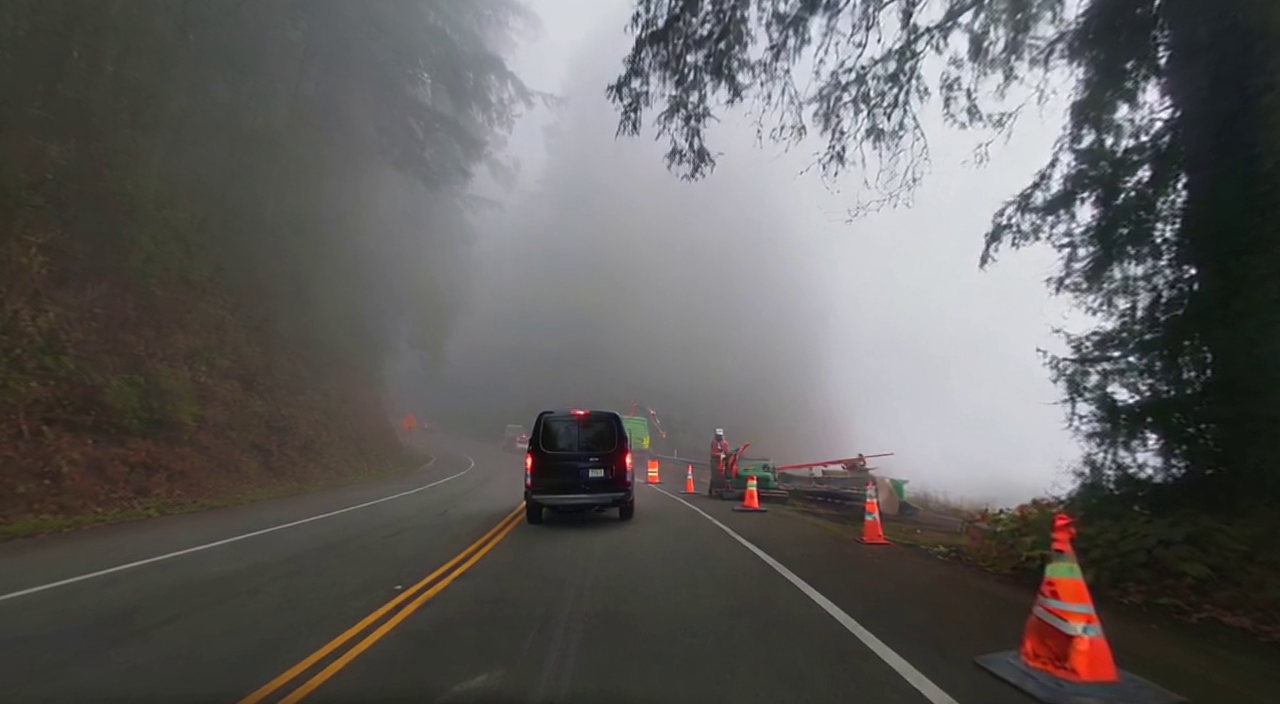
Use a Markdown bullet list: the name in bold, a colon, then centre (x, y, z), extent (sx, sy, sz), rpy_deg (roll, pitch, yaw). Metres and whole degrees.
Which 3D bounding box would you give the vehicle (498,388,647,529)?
- **vehicle**: centre (-1.176, 2.066, 12.586), extent (2.362, 2.223, 4.892), rpy_deg (0, -9, -3)
